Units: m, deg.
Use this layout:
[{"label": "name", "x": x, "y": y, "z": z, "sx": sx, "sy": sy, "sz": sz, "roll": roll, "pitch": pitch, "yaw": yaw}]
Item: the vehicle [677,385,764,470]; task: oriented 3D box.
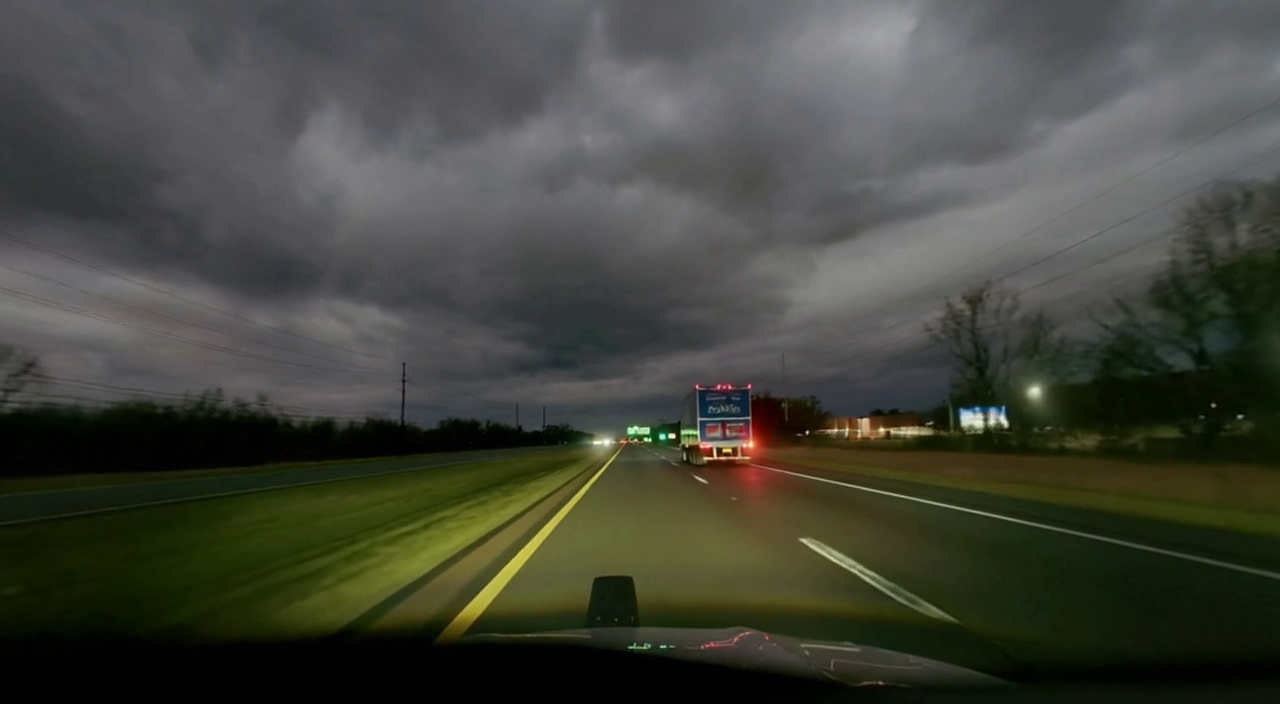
[{"label": "vehicle", "x": 3.783, "y": 3.948, "z": 32.242, "sx": 3.037, "sy": 3.672, "sz": 9.136, "roll": 0, "pitch": -8, "yaw": -1}]
